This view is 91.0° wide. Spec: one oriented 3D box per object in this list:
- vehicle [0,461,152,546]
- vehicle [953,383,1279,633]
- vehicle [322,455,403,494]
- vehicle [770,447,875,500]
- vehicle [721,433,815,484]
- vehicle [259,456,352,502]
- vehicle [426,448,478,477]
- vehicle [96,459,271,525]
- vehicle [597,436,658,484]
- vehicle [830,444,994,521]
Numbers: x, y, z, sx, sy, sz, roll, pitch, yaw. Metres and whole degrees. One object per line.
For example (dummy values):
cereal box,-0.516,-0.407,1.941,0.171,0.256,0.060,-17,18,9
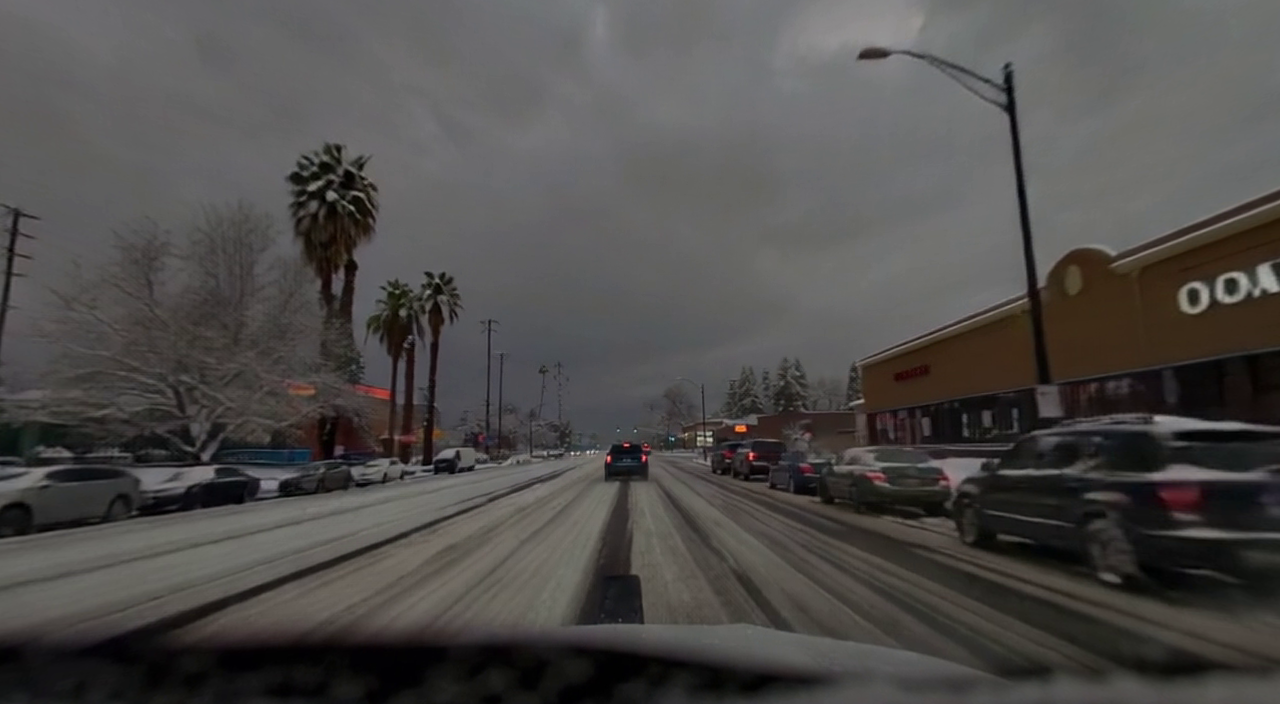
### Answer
vehicle,-13.200,3.277,13.645,1.840,1.521,4.450,-6,-8,-1
vehicle,5.864,1.527,7.158,2.129,1.895,4.671,0,-8,-1
vehicle,-13.322,5.882,30.552,1.914,1.489,4.523,-4,-8,0
vehicle,5.562,3.728,19.878,1.805,1.429,4.911,0,-8,-1
vehicle,5.425,4.638,27.789,2.568,1.974,6.203,0,-8,-3
vehicle,-13.267,5.019,25.232,1.774,1.522,3.699,-2,-8,-1
vehicle,-13.480,7.918,45.397,2.296,1.847,4.856,-3,-8,0
vehicle,-13.067,3.988,18.453,1.804,1.441,4.534,-4,-8,0
vehicle,-0.453,4.274,25.173,2.239,1.763,4.096,0,-8,0
vehicle,5.914,2.850,14.387,1.727,1.456,4.569,0,-8,0
